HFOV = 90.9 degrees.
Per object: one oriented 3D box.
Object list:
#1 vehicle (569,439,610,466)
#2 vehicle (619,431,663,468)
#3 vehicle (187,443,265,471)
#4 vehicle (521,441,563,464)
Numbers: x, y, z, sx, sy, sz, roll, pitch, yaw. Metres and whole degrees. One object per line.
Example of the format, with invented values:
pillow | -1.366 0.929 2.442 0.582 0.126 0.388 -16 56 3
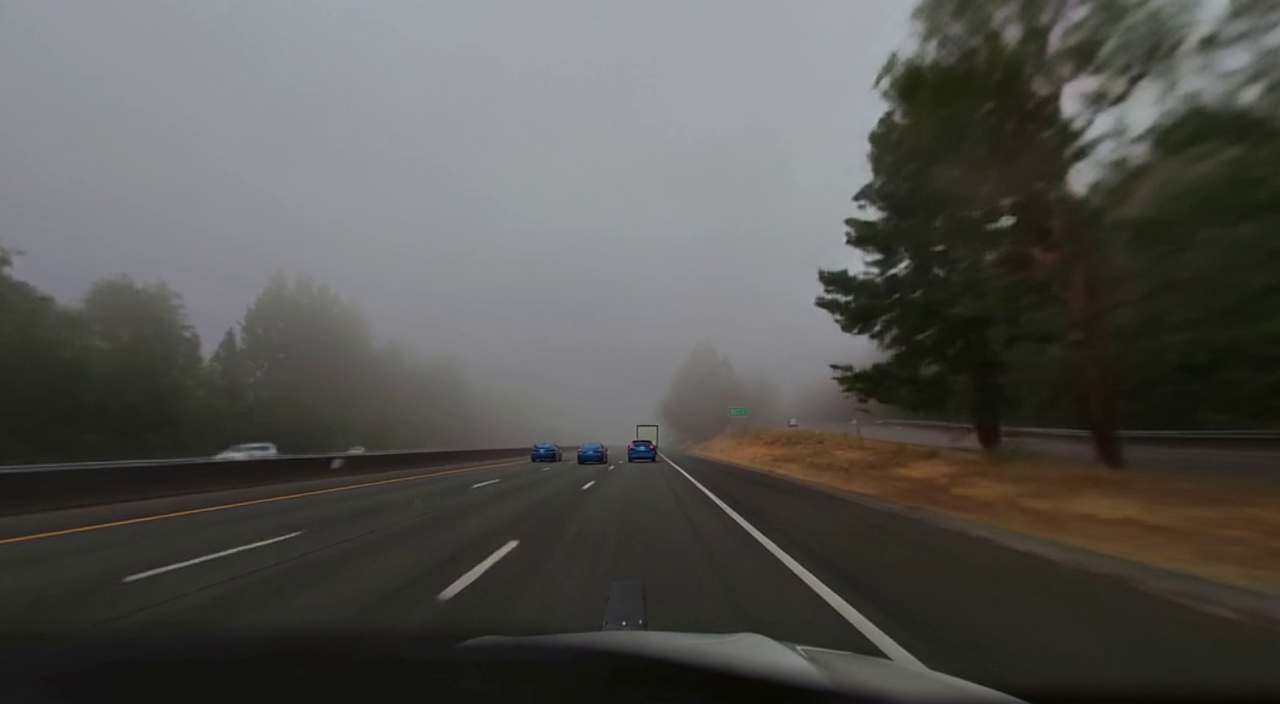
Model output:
vehicle | -3.154 6.446 40.541 2.139 1.589 5.102 0 -8 1
vehicle | 0.051 5.522 35.744 2.309 1.915 5.130 0 -8 0
vehicle | -24.643 6.262 37.765 1.927 1.508 4.069 0 -9 -1
vehicle | -6.709 6.939 43.726 2.009 1.519 4.697 -1 -8 1
